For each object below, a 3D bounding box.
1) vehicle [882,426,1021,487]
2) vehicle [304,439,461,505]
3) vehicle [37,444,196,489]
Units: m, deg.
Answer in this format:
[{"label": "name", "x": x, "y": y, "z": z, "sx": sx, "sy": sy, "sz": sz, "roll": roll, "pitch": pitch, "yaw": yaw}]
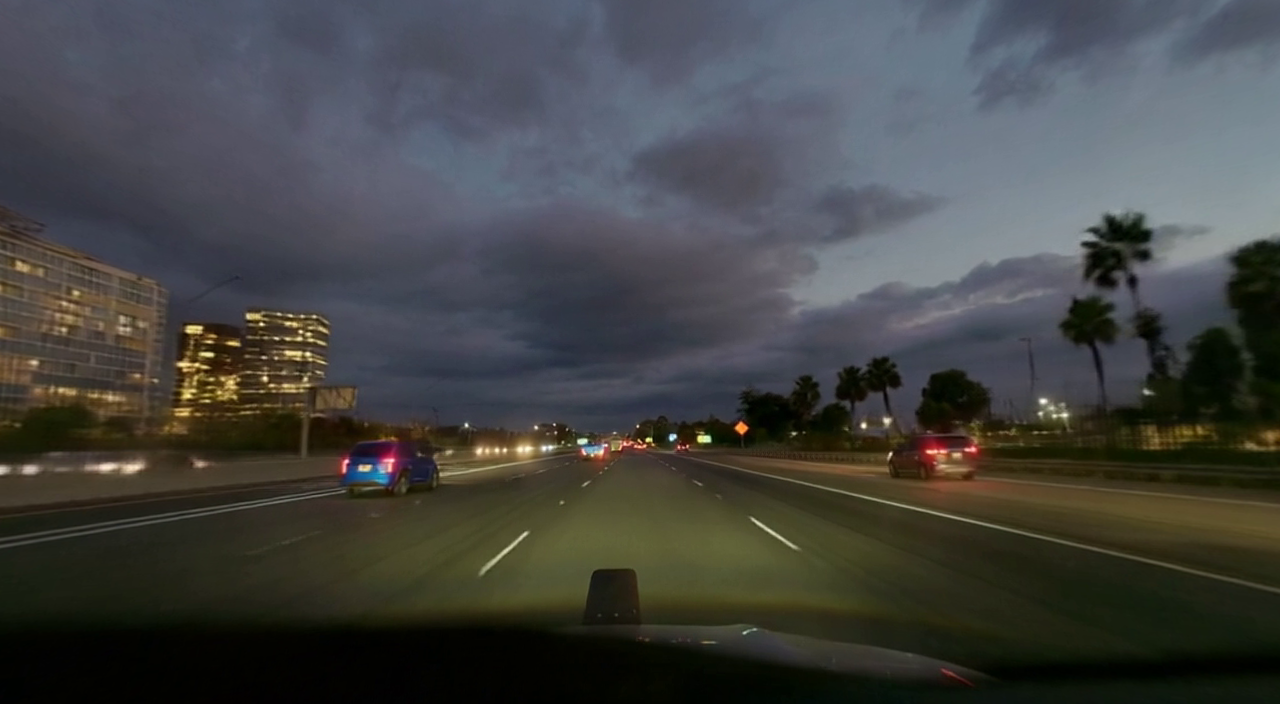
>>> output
[{"label": "vehicle", "x": 10.115, "y": 3.450, "z": 21.017, "sx": 2.168, "sy": 1.792, "sz": 4.457, "roll": 0, "pitch": -9, "yaw": -3}, {"label": "vehicle", "x": -6.535, "y": 3.100, "z": 16.811, "sx": 2.018, "sy": 1.480, "sz": 4.999, "roll": 0, "pitch": -9, "yaw": 1}, {"label": "vehicle", "x": -21.311, "y": 4.663, "z": 26.104, "sx": 2.040, "sy": 1.625, "sz": 5.272, "roll": 0, "pitch": -9, "yaw": 0}]
